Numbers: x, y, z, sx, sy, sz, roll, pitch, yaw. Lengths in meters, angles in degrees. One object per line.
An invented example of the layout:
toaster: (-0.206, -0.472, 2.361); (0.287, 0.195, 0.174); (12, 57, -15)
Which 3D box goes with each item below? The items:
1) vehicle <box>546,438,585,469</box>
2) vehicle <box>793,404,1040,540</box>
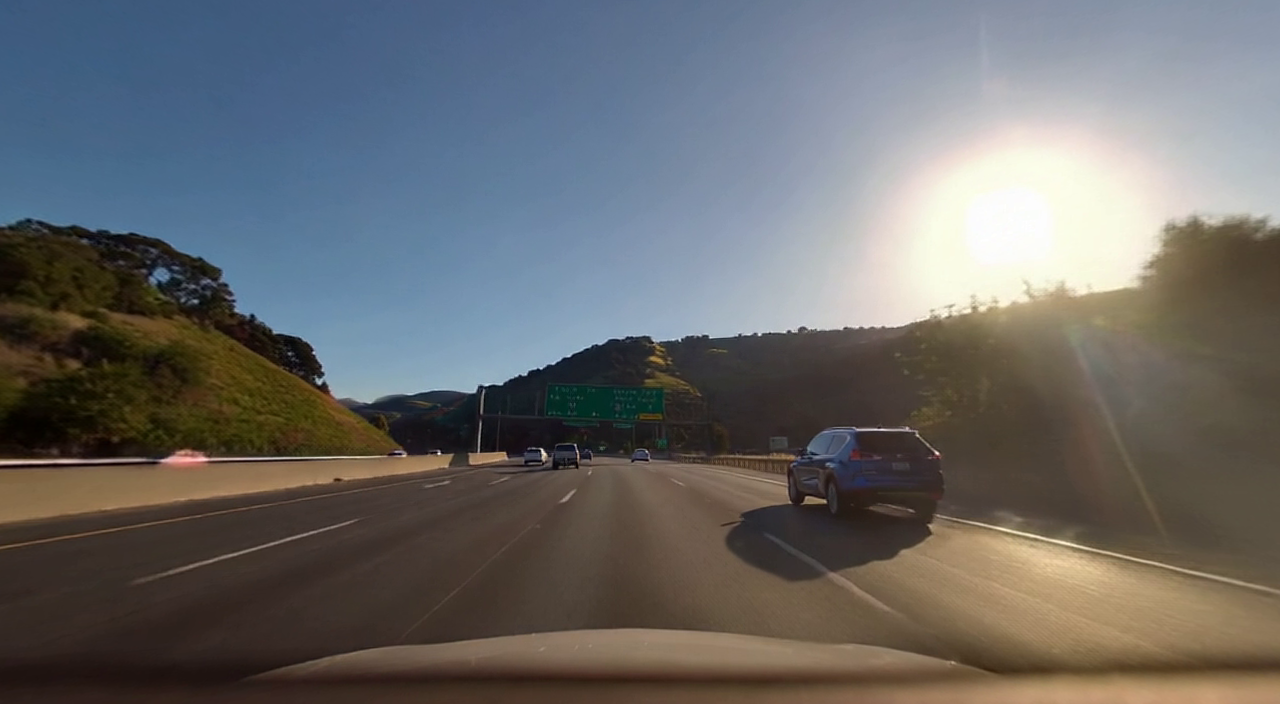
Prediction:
vehicle: (-5.456, 7.535, 46.887); (2.537, 2.121, 5.251); (0, -9, -3)
vehicle: (4.509, 2.061, 11.421); (2.103, 1.903, 4.837); (0, -9, -2)
